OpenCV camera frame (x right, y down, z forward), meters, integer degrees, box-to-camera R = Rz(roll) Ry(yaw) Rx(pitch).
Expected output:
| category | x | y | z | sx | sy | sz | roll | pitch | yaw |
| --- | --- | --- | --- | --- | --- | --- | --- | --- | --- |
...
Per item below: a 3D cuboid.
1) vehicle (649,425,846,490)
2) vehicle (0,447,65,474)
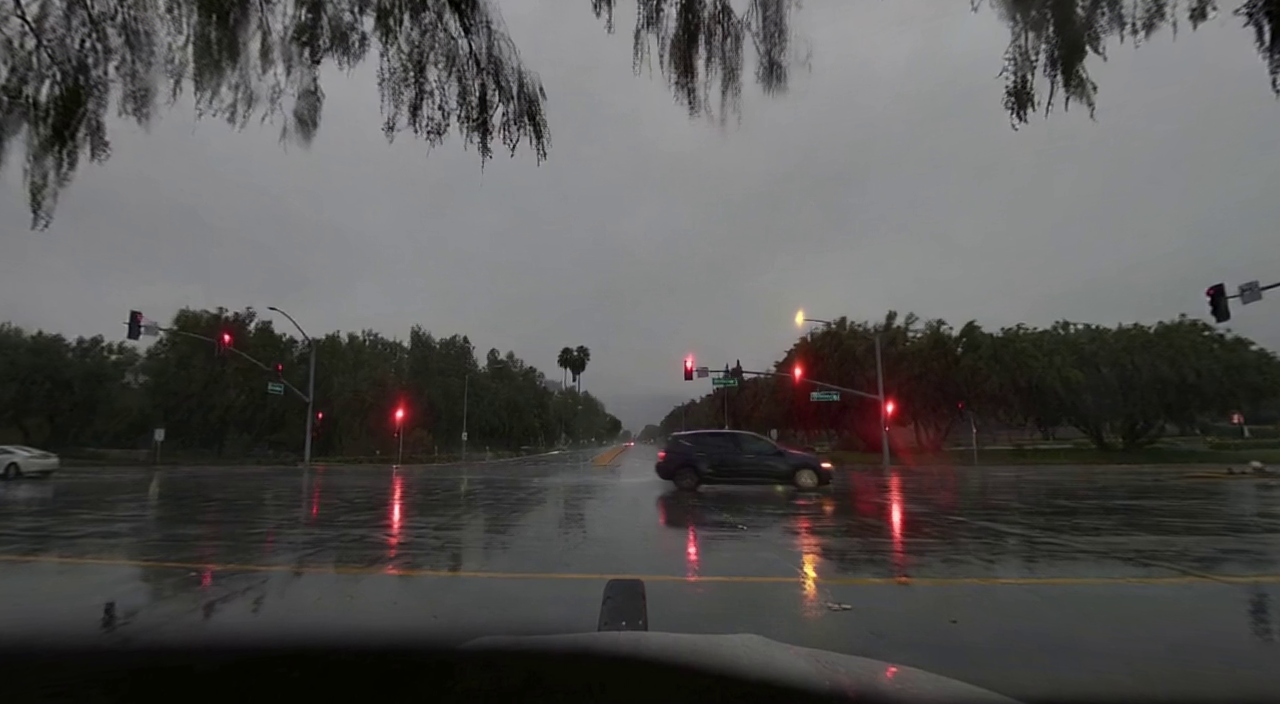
| category | x | y | z | sx | sy | sz | roll | pitch | yaw |
| --- | --- | --- | --- | --- | --- | --- | --- | --- | --- |
| vehicle | 2.853 | 2.934 | 17.692 | 5.155 | 1.686 | 1.937 | -1 | -8 | 2 |
| vehicle | -36.622 | 6.271 | 36.470 | 4.975 | 1.482 | 1.814 | -1 | -9 | 2 |
